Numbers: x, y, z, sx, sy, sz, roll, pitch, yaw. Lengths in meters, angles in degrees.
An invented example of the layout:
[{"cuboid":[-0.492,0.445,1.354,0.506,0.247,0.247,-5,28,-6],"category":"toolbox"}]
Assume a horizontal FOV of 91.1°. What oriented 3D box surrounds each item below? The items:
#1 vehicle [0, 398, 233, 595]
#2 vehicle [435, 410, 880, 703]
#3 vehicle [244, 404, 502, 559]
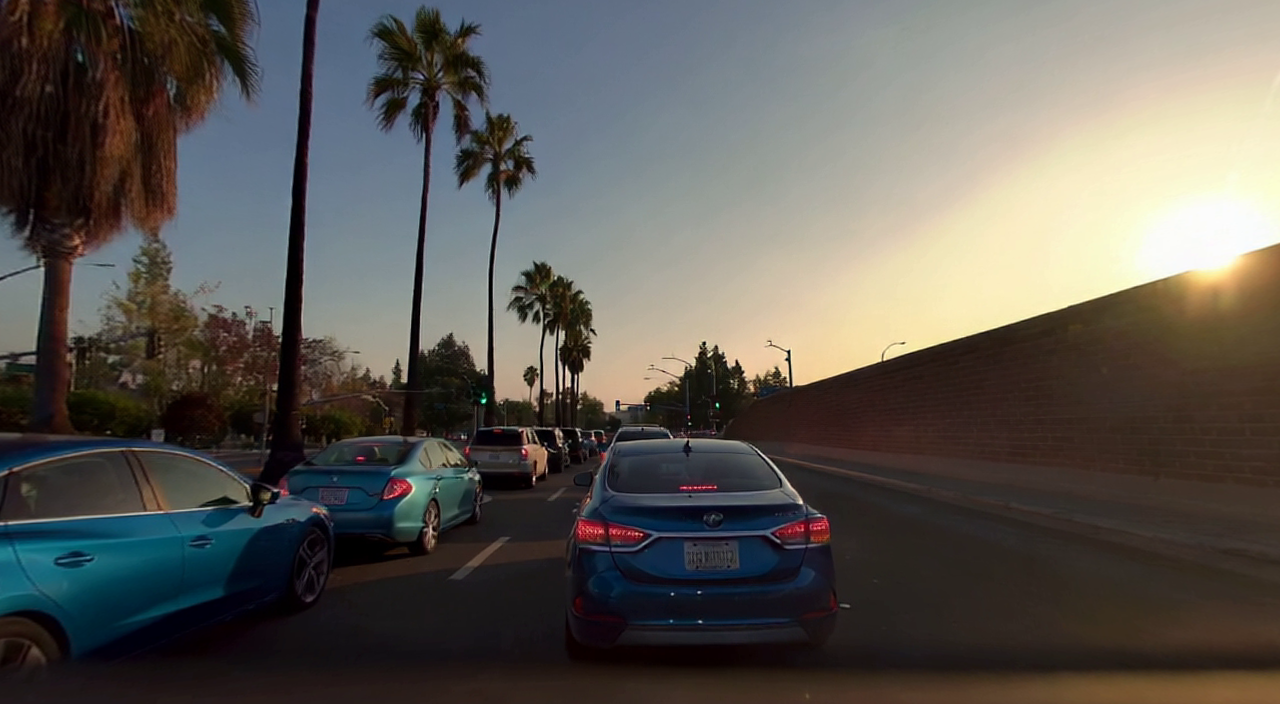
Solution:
[{"cuboid":[-6.662,1.407,6.405,1.963,1.721,4.662,0,-8,-2],"category":"vehicle"},{"cuboid":[0.048,1.342,5.213,2.128,1.473,4.272,0,-8,-1],"category":"vehicle"},{"cuboid":[-3.507,1.786,9.305,2.055,1.746,4.136,0,-8,-1],"category":"vehicle"}]
